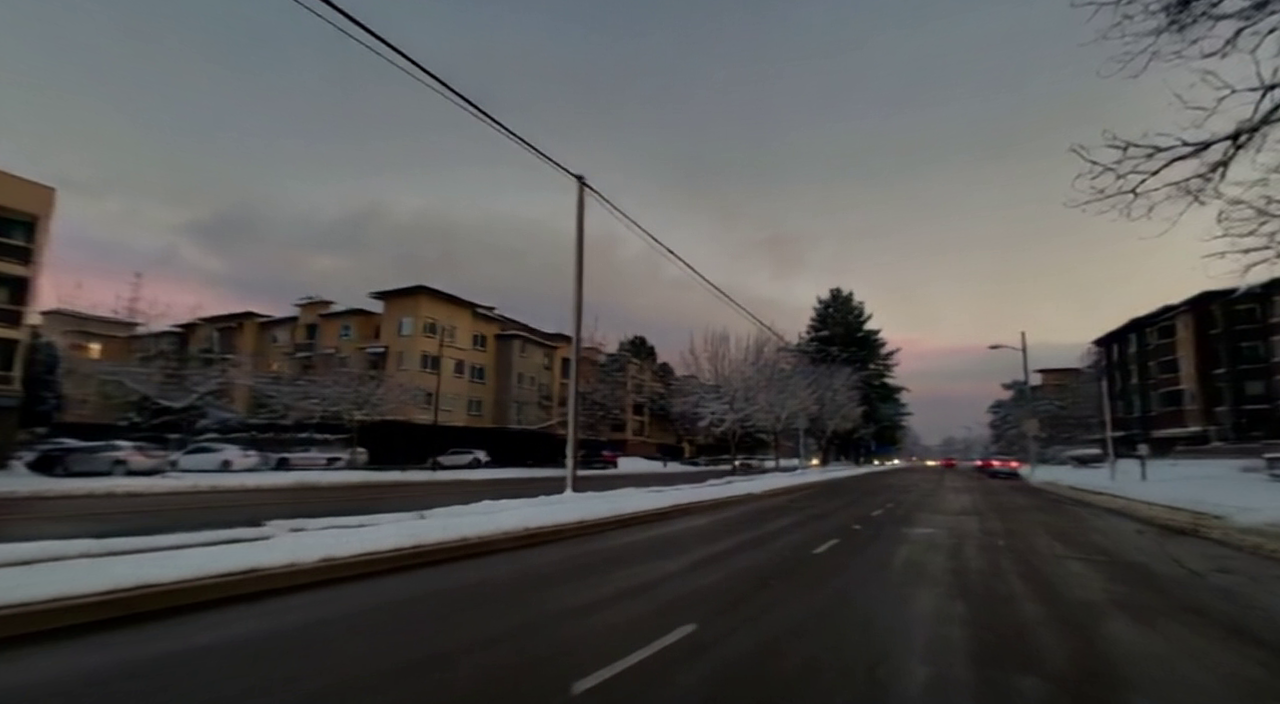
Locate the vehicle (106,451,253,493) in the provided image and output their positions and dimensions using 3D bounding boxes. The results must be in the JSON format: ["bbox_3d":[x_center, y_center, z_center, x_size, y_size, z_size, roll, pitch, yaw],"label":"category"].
[{"bbox_3d":[-18.557,4.868,25.701,1.933,1.479,4.718,-4,-11,10],"label":"vehicle"}]

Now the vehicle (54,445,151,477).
[{"bbox_3d":[-26.620,5.353,31.182,4.220,1.450,2.086,-4,-10,27],"label":"vehicle"}]

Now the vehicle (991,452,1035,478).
[{"bbox_3d":[28.827,8.688,48.757,2.241,1.877,4.810,-4,-9,23],"label":"vehicle"}]

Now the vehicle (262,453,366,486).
[{"bbox_3d":[-16.396,5.890,31.894,1.816,1.496,4.384,-4,-10,25],"label":"vehicle"}]
